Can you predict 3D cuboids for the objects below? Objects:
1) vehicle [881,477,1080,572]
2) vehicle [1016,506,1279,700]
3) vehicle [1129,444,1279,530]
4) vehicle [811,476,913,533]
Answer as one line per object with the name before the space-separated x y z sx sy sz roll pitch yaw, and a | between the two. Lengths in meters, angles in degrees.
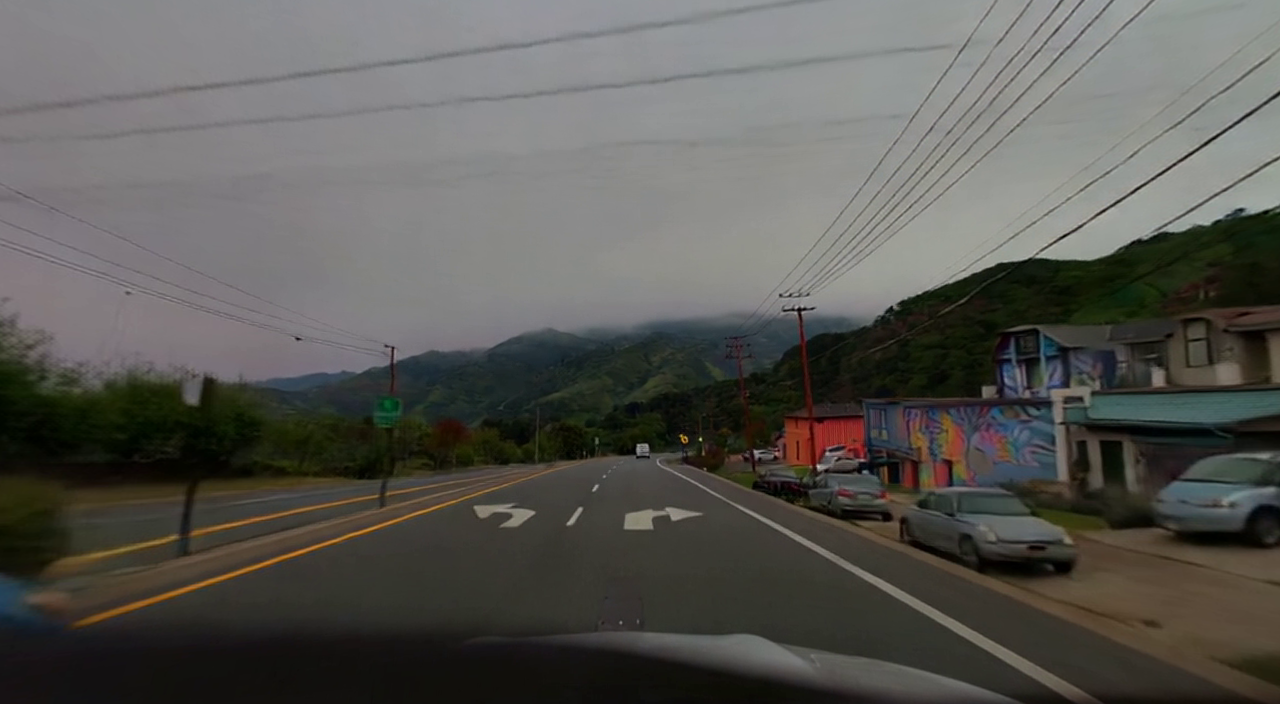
vehicle | 6.905 3.498 13.417 1.838 1.475 4.152 0 -9 -1
vehicle | 6.893 2.853 7.975 1.797 1.401 4.088 0 -9 1
vehicle | 15.249 3.239 15.501 4.798 1.934 1.908 0 -9 0
vehicle | 7.098 4.895 20.652 1.849 1.439 4.143 0 -9 1
